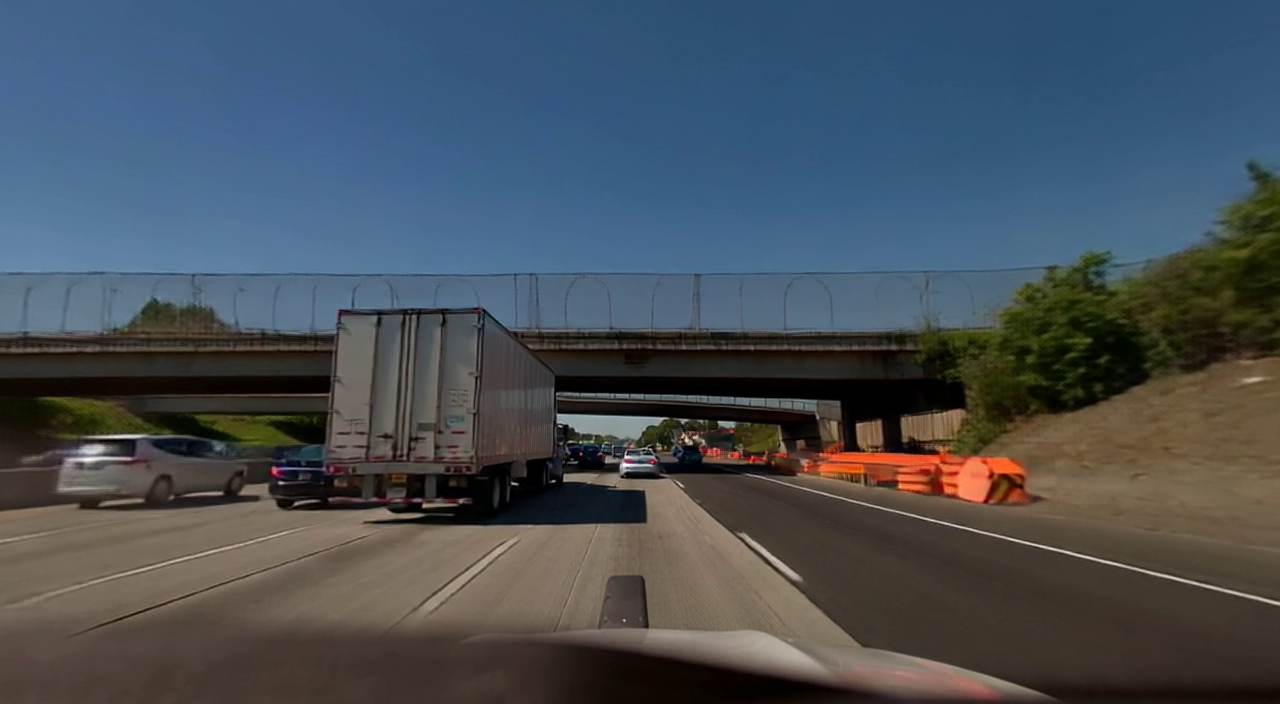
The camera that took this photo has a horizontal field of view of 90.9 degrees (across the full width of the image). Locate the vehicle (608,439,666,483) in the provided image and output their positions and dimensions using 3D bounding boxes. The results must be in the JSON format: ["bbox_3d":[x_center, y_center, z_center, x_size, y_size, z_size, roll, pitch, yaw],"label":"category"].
[{"bbox_3d":[-0.159,4.589,26.872,2.270,1.696,4.061,0,-8,-1],"label":"vehicle"}]

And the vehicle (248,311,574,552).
[{"bbox_3d":[-3.665,1.854,14.144,3.075,3.276,11.073,0,-8,0],"label":"vehicle"}]

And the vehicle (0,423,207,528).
[{"bbox_3d":[-11.574,2.427,13.012,1.999,1.764,4.597,0,-8,0],"label":"vehicle"}]

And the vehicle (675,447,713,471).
[{"bbox_3d":[3.405,6.858,40.581,2.003,1.465,4.092,0,-8,-1],"label":"vehicle"}]
